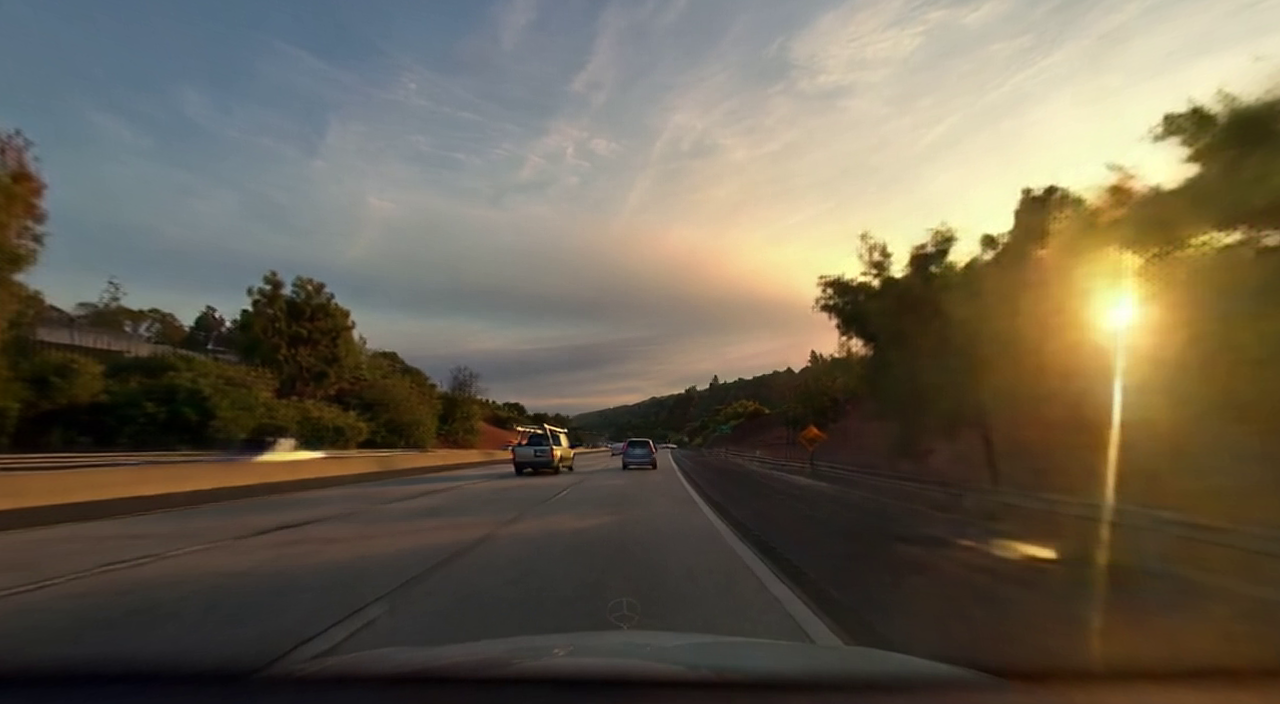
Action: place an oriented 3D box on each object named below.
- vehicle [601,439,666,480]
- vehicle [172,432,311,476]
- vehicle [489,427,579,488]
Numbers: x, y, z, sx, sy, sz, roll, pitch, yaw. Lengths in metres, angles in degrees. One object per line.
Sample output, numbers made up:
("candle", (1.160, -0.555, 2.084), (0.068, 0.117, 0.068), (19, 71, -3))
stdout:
("vehicle", (-0.185, 4.874, 28.821), (2.715, 1.669, 5.163), (0, -9, 2))
("vehicle", (-18.281, 4.734, 29.427), (2.626, 1.852, 5.784), (0, -9, 1))
("vehicle", (-3.679, 3.771, 22.825), (2.250, 1.947, 4.860), (0, -9, 2))
